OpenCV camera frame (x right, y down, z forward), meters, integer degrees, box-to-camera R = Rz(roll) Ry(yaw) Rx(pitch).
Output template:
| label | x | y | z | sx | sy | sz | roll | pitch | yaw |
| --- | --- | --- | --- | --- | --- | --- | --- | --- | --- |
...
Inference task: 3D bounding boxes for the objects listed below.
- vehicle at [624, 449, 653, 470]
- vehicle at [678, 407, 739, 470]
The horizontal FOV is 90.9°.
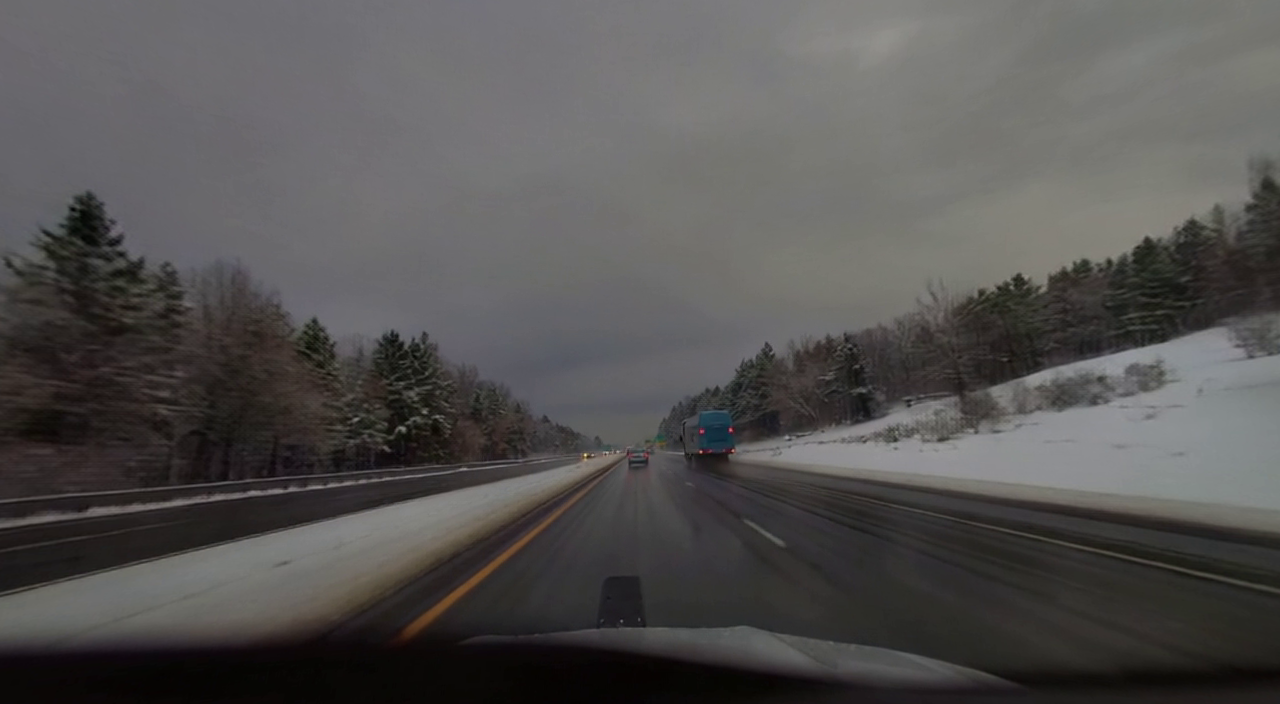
| label | x | y | z | sx | sy | sz | roll | pitch | yaw |
| --- | --- | --- | --- | --- | --- | --- | --- | --- | --- |
| vehicle | -0.105 | 7.496 | 44.039 | 1.926 | 1.386 | 3.615 | 0 | -9 | 0 |
| vehicle | 4.917 | 6.759 | 48.536 | 2.939 | 4.129 | 14.300 | 0 | -9 | -1 |
